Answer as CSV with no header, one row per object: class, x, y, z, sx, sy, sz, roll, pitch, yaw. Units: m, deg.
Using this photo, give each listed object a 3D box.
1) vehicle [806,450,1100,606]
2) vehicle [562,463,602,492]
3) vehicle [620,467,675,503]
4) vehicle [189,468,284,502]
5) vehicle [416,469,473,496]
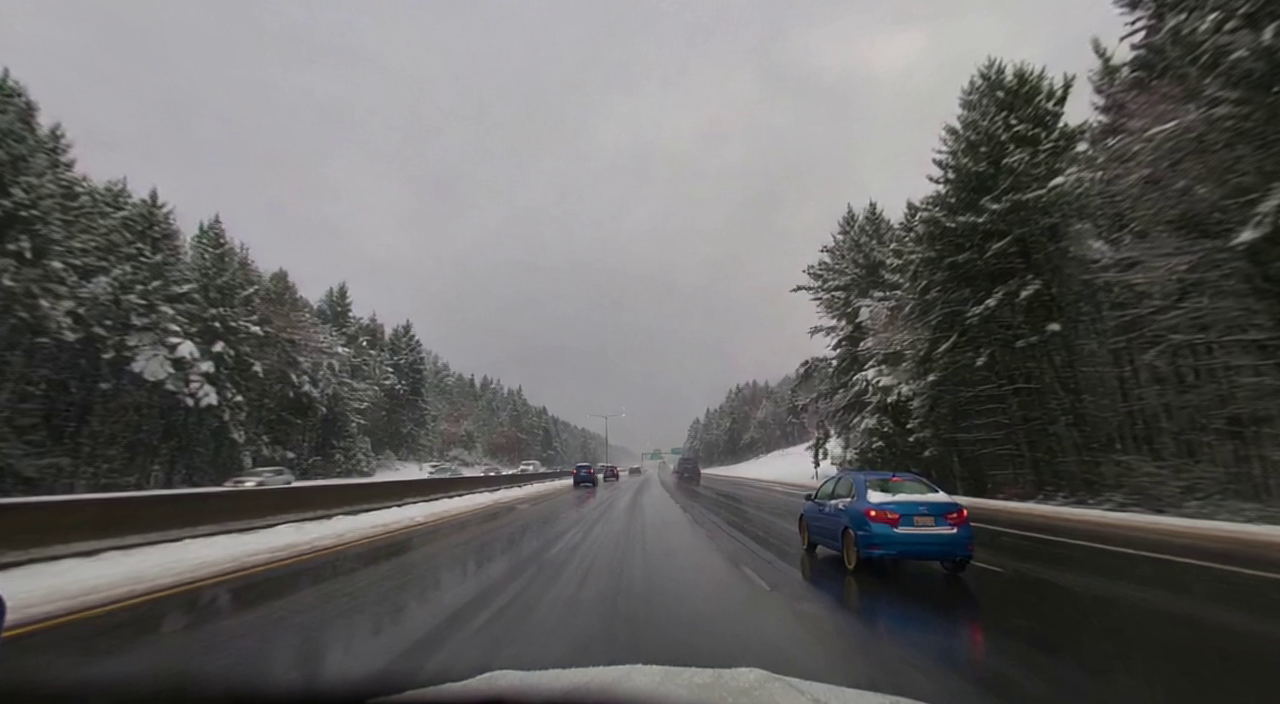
vehicle,3.743,2.174,8.465,1.938,1.561,3.786,1,-10,-1
vehicle,-3.539,7.808,39.375,2.021,1.706,4.247,1,-10,1
vehicle,0.314,5.754,27.498,2.241,1.425,3.973,1,-10,0
vehicle,-19.783,6.499,31.120,1.882,1.502,4.099,0,-10,2
vehicle,-11.559,7.723,37.577,1.873,1.471,4.551,0,-10,1
